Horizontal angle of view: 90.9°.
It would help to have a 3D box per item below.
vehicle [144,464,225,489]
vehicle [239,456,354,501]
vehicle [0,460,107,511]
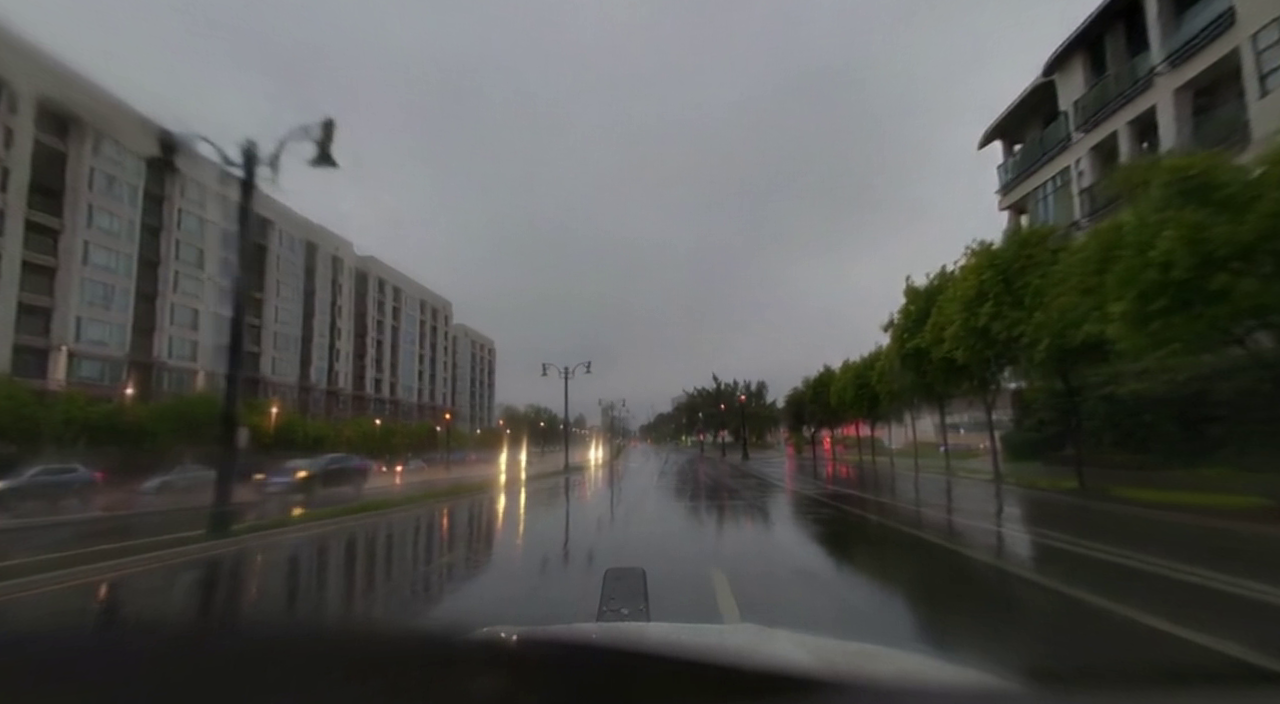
[{"bbox_3d":[-34.030,9.305,47.128,4.463,1.688,2.078,-1,-9,3],"label":"vehicle"},{"bbox_3d":[-14.123,5.182,26.225,2.006,1.633,4.292,-1,-9,6],"label":"vehicle"},{"bbox_3d":[-28.475,6.068,28.864,2.403,2.020,6.284,-1,-9,3],"label":"vehicle"}]
